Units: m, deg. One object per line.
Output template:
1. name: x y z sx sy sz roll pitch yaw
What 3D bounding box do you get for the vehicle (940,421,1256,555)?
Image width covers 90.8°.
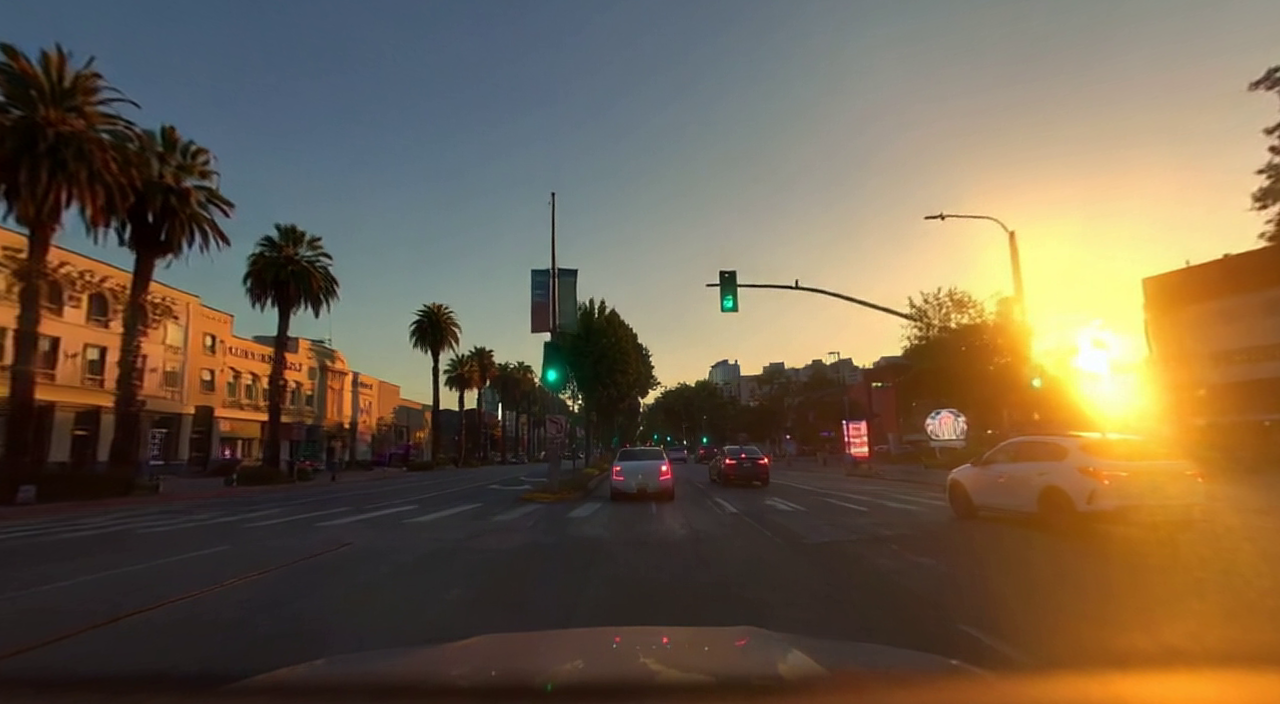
1. vehicle: 6.849 2.043 10.174 1.940 1.674 4.085 0 -8 -1

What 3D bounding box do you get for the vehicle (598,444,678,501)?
1. vehicle: -0.061 3.468 18.619 2.110 1.487 3.873 0 -8 0

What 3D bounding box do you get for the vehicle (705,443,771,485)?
1. vehicle: 3.887 4.508 25.708 1.892 1.532 4.177 0 -8 -1
